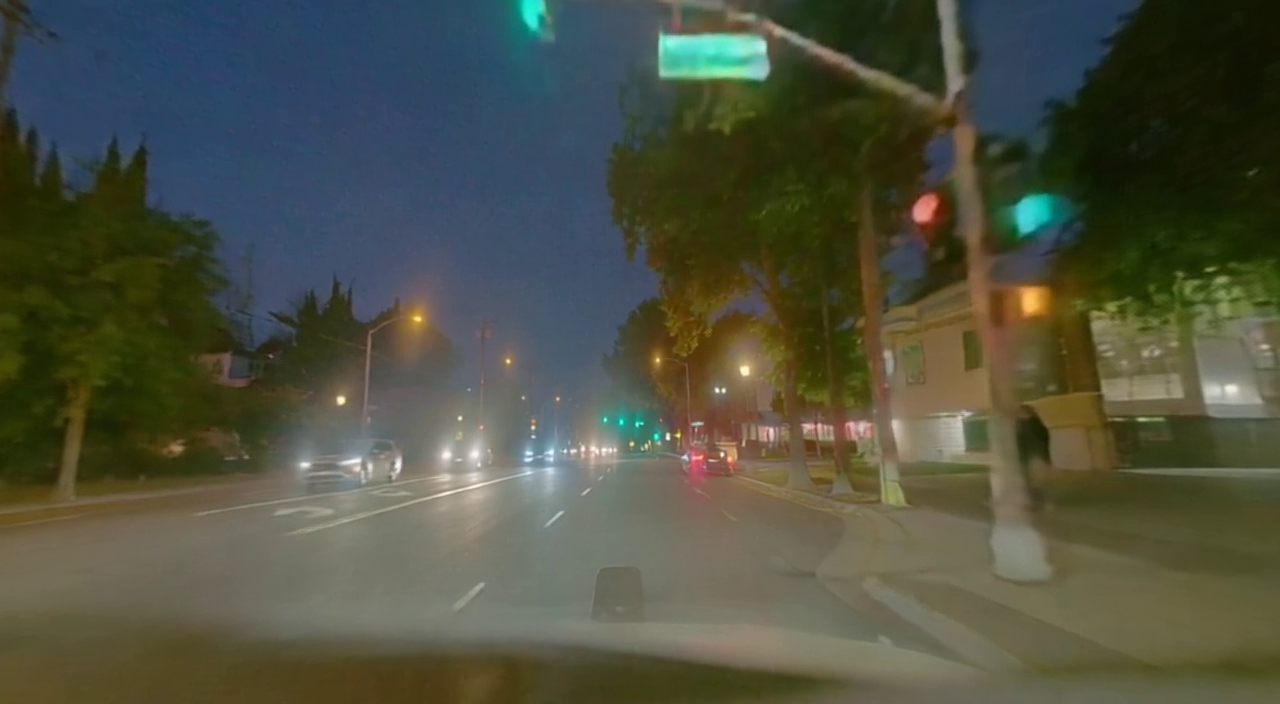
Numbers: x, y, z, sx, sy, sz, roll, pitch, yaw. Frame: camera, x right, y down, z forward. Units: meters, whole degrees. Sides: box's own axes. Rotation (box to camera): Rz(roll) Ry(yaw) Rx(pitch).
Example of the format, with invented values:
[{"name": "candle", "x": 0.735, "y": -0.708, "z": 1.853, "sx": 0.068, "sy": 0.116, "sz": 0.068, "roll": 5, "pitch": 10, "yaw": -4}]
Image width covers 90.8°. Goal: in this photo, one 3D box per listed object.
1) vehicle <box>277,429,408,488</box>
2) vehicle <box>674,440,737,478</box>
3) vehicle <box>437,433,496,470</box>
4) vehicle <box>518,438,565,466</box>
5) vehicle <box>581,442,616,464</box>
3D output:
[{"name": "vehicle", "x": -10.221, "y": 3.701, "z": 22.261, "sx": 2.116, "sy": 1.817, "sz": 4.964, "roll": 0, "pitch": -8, "yaw": 1}, {"name": "vehicle", "x": 2.714, "y": 4.583, "z": 27.301, "sx": 2.034, "sy": 1.491, "sz": 4.618, "roll": 1, "pitch": -8, "yaw": -3}, {"name": "vehicle", "x": -10.234, "y": 5.886, "z": 37.594, "sx": 2.088, "sy": 2.031, "sz": 4.616, "roll": 0, "pitch": -8, "yaw": 1}, {"name": "vehicle", "x": -6.690, "y": 6.875, "z": 43.669, "sx": 2.371, "sy": 1.800, "sz": 4.987, "roll": 0, "pitch": -8, "yaw": 1}, {"name": "vehicle", "x": -2.932, "y": 7.259, "z": 45.557, "sx": 2.122, "sy": 1.469, "sz": 4.388, "roll": 0, "pitch": -8, "yaw": 1}]
